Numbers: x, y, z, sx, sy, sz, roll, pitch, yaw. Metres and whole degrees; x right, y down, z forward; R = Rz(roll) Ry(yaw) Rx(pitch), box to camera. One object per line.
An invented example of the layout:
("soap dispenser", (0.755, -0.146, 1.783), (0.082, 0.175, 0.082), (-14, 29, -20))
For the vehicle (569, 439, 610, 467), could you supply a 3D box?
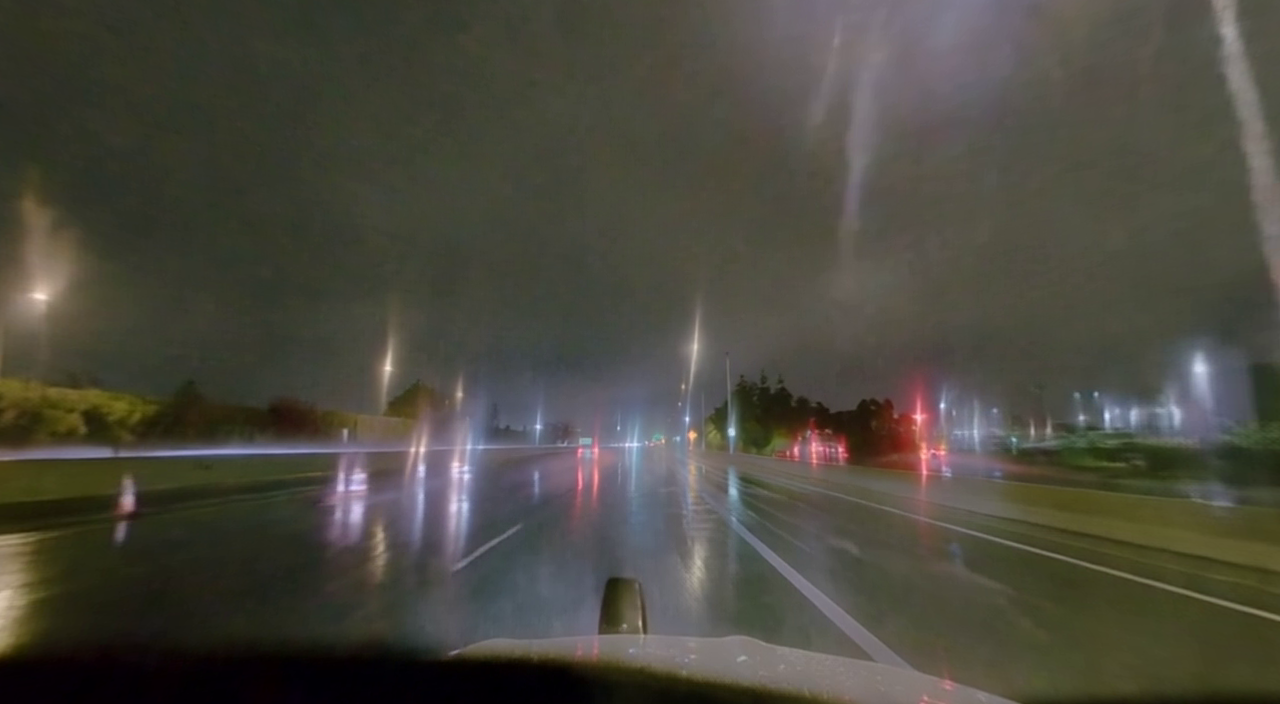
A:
("vehicle", (-3.052, 6.195, 38.690), (2.078, 1.629, 4.059), (0, -8, 1))
